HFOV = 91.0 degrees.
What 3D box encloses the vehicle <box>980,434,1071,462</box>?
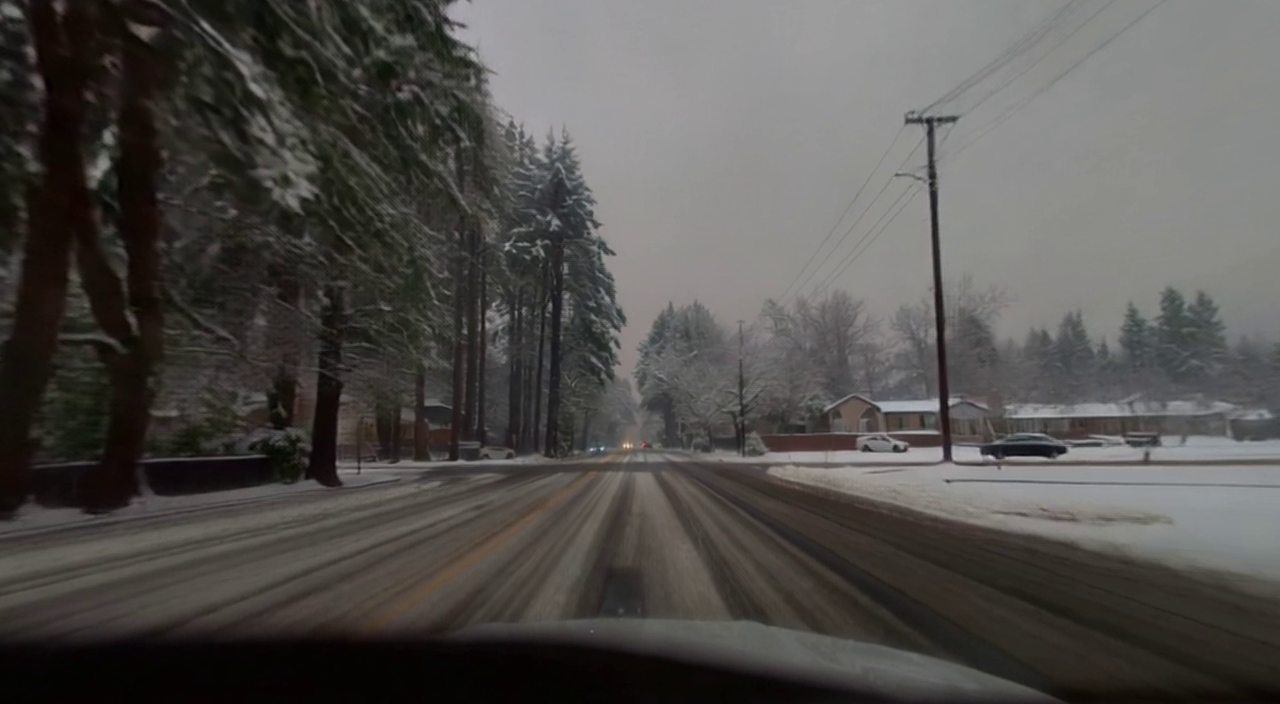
[{"bbox_3d":[24.515,6.139,40.202,4.508,1.687,2.070,-2,-9,17],"label":"vehicle"}]
